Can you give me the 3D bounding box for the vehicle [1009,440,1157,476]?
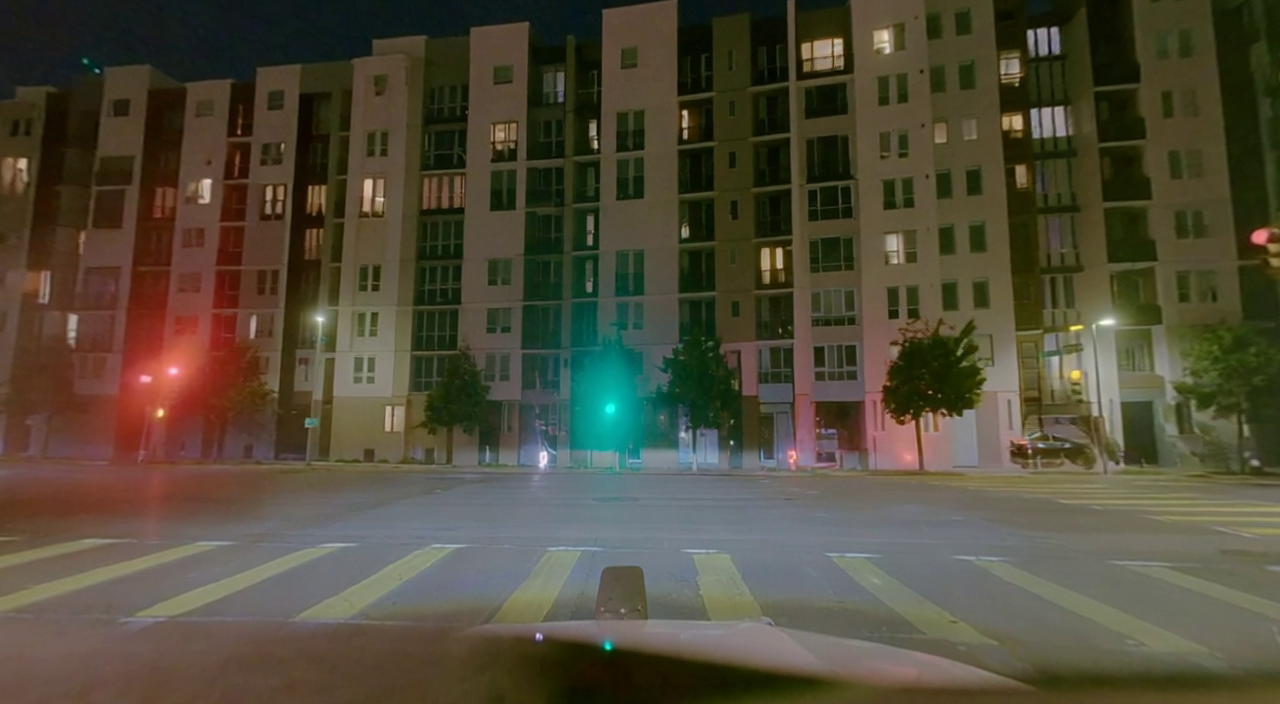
[{"bbox_3d":[18.623,4.461,26.677,4.823,1.458,1.914,0,-9,-1],"label":"vehicle"}]
